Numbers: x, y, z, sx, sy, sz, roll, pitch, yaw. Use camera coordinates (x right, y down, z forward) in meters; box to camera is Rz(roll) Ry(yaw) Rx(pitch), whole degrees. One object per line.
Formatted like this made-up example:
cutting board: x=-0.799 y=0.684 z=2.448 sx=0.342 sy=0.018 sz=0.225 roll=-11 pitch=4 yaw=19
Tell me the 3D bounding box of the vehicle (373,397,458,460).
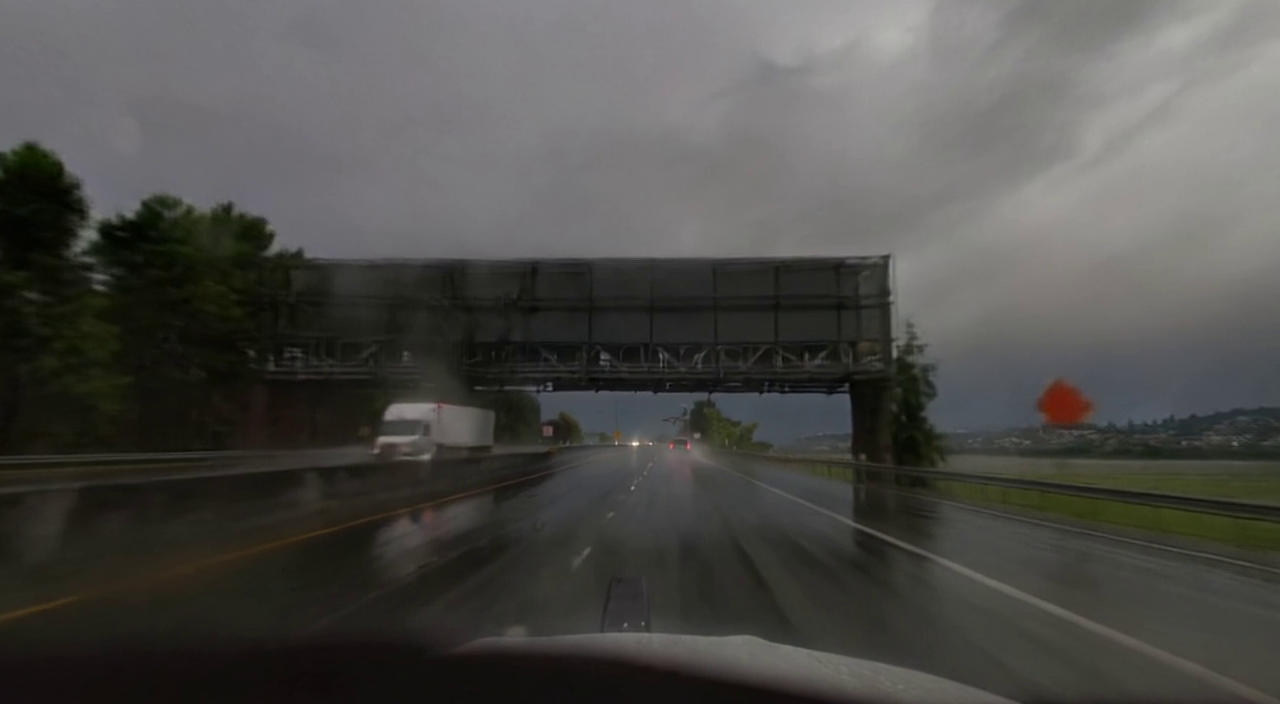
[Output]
vehicle: x=-14.893 y=5.200 z=42.262 sx=3.314 sy=3.921 sz=5.842 roll=0 pitch=-8 yaw=2
